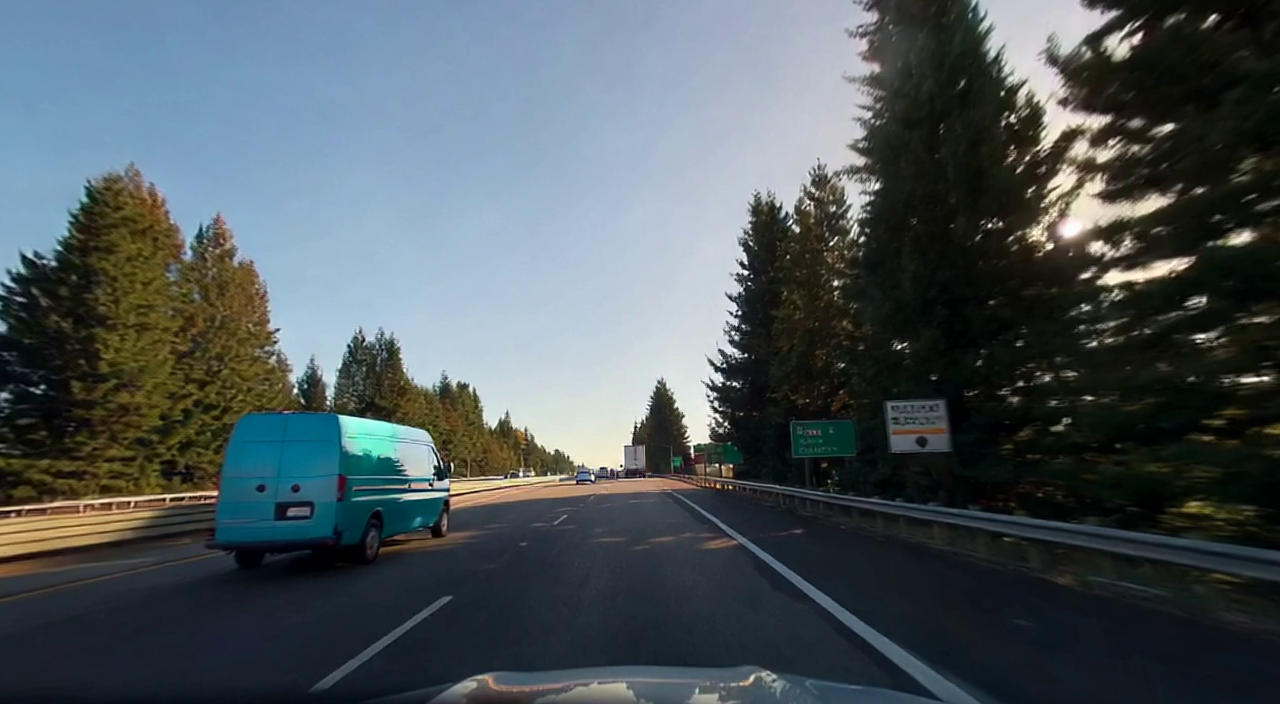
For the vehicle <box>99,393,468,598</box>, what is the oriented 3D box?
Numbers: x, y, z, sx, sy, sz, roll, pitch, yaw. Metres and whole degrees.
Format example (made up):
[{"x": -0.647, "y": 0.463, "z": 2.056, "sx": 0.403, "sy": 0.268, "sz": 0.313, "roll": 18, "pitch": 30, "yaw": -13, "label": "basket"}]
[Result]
[{"x": -4.131, "y": 1.826, "z": 8.594, "sx": 2.208, "sy": 1.973, "sz": 4.716, "roll": 1, "pitch": -10, "yaw": 0, "label": "vehicle"}]
